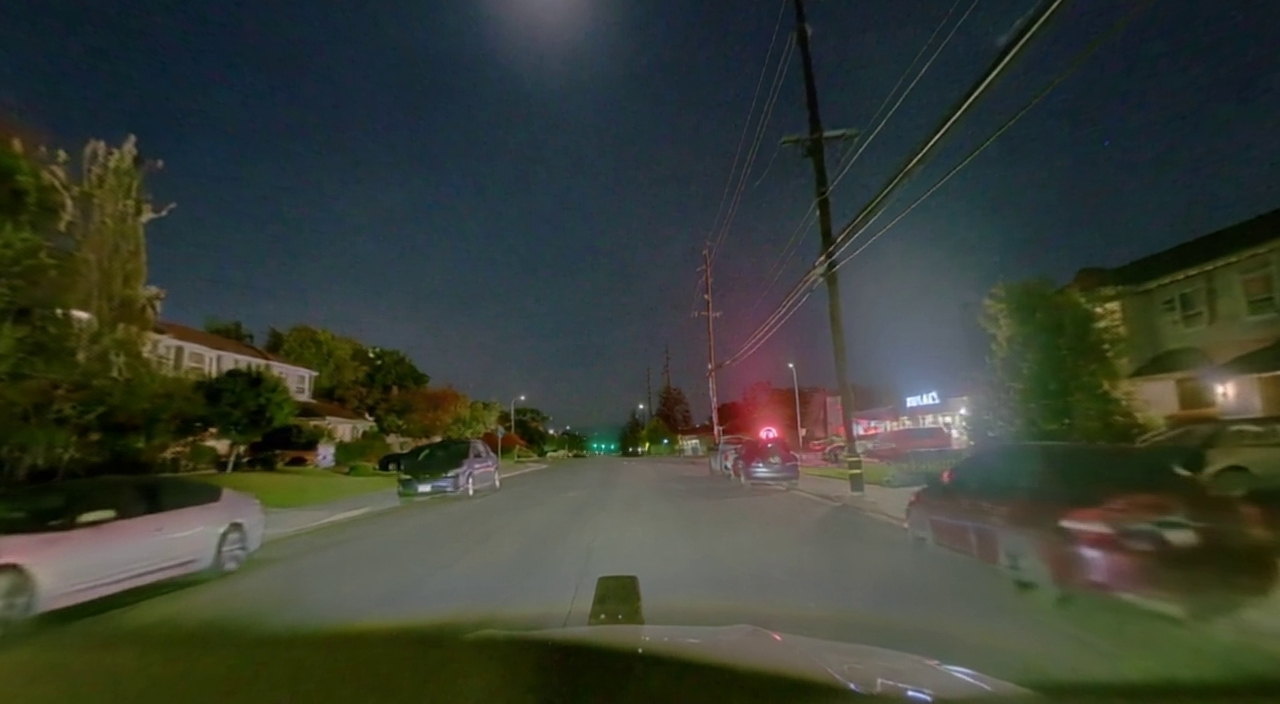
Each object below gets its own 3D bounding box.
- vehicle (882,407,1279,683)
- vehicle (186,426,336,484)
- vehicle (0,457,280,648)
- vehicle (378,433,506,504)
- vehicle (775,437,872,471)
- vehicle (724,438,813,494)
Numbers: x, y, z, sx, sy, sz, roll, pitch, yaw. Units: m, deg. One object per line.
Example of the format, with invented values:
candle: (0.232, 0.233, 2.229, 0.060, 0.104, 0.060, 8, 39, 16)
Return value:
vehicle: (4.050, 1.417, 5.721, 2.021, 1.563, 4.088, 0, -9, -1)
vehicle: (-17.968, 4.898, 30.179, 5.548, 2.609, 2.235, 1, -9, -8)
vehicle: (-6.043, 1.828, 6.286, 2.048, 1.438, 4.728, -2, -9, 1)
vehicle: (-6.027, 3.619, 20.078, 2.322, 1.913, 5.582, 0, -9, -1)
vehicle: (9.383, 5.276, 32.372, 4.270, 1.541, 2.069, 3, -10, -7)
vehicle: (3.889, 3.523, 19.775, 1.848, 1.550, 4.054, 0, -9, -1)
